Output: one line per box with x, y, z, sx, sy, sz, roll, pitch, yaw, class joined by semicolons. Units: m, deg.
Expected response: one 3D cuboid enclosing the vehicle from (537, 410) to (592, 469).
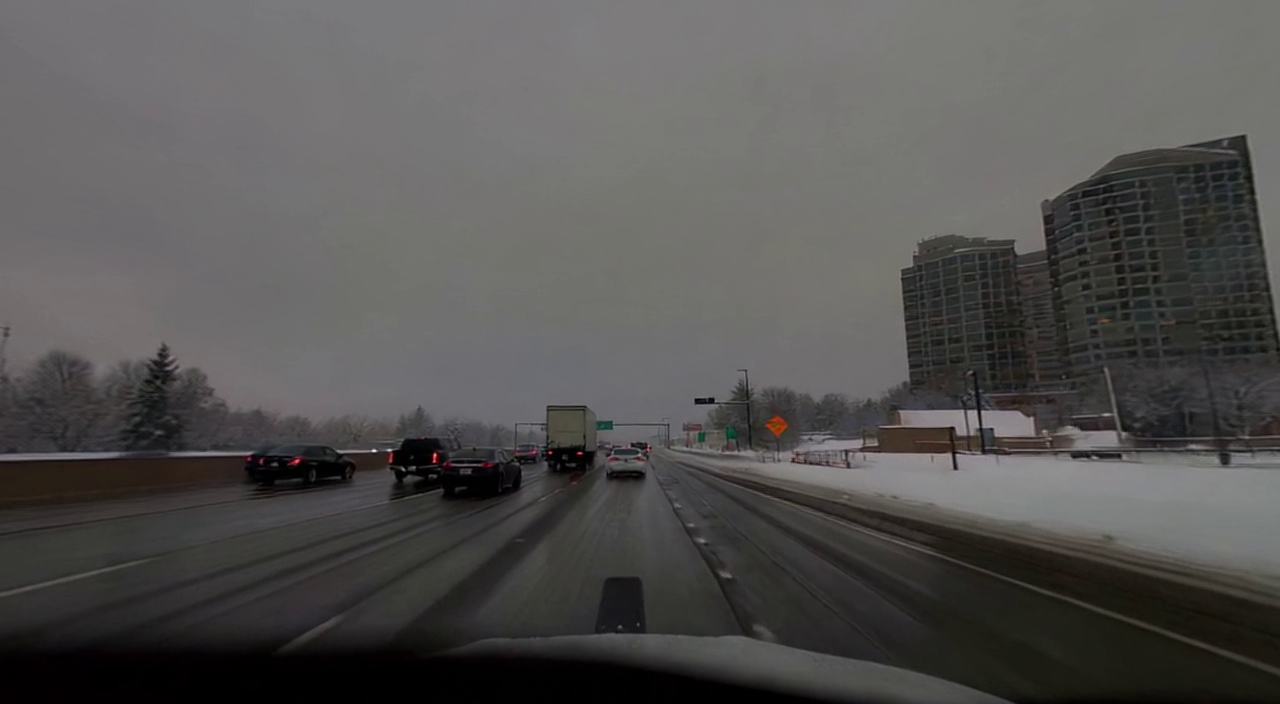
-4.690;5.712;40.732;2.955;3.359;8.322;1;-9;-3;vehicle

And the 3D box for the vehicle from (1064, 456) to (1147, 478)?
32.868;8.124;44.577;4.258;1.498;1.904;-1;-9;5;vehicle

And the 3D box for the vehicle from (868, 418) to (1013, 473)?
23.126;7.272;49.001;3.015;3.855;9.519;9;-12;-43;vehicle

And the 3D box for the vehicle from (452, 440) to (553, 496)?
-4.035;3.477;19.234;2.016;1.497;4.235;0;-9;1;vehicle

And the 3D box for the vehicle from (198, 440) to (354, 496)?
-10.960;3.494;19.463;1.987;1.495;4.710;0;-9;0;vehicle

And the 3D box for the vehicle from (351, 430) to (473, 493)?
-7.431;3.618;21.158;2.190;1.821;4.800;0;-9;1;vehicle

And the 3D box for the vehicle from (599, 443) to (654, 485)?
-0.500;4.356;24.839;1.991;1.488;3.922;0;-9;0;vehicle
